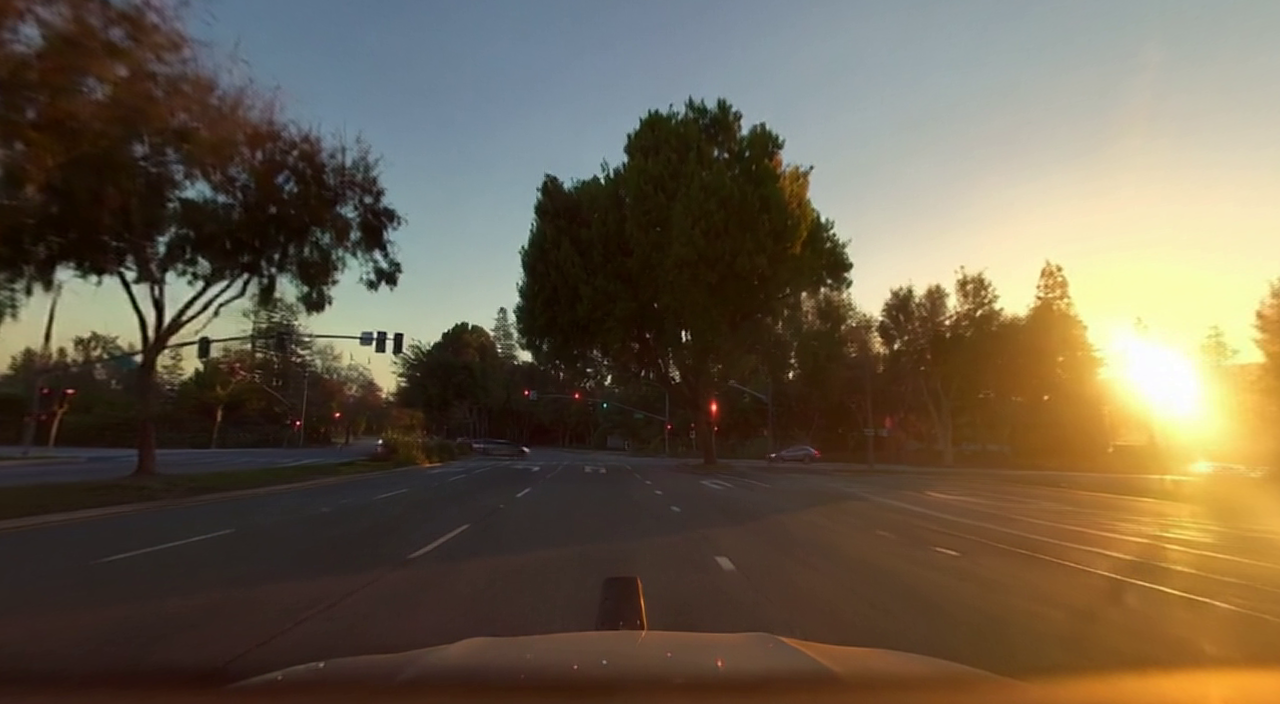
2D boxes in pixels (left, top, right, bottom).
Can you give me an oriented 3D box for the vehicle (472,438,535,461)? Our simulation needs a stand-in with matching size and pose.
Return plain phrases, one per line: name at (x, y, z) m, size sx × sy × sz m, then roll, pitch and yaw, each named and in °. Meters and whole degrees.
vehicle at (-10.494, 7.467, 48.569) m, size 4.605 × 1.665 × 1.888 m, roll 2°, pitch -9°, yaw -14°
